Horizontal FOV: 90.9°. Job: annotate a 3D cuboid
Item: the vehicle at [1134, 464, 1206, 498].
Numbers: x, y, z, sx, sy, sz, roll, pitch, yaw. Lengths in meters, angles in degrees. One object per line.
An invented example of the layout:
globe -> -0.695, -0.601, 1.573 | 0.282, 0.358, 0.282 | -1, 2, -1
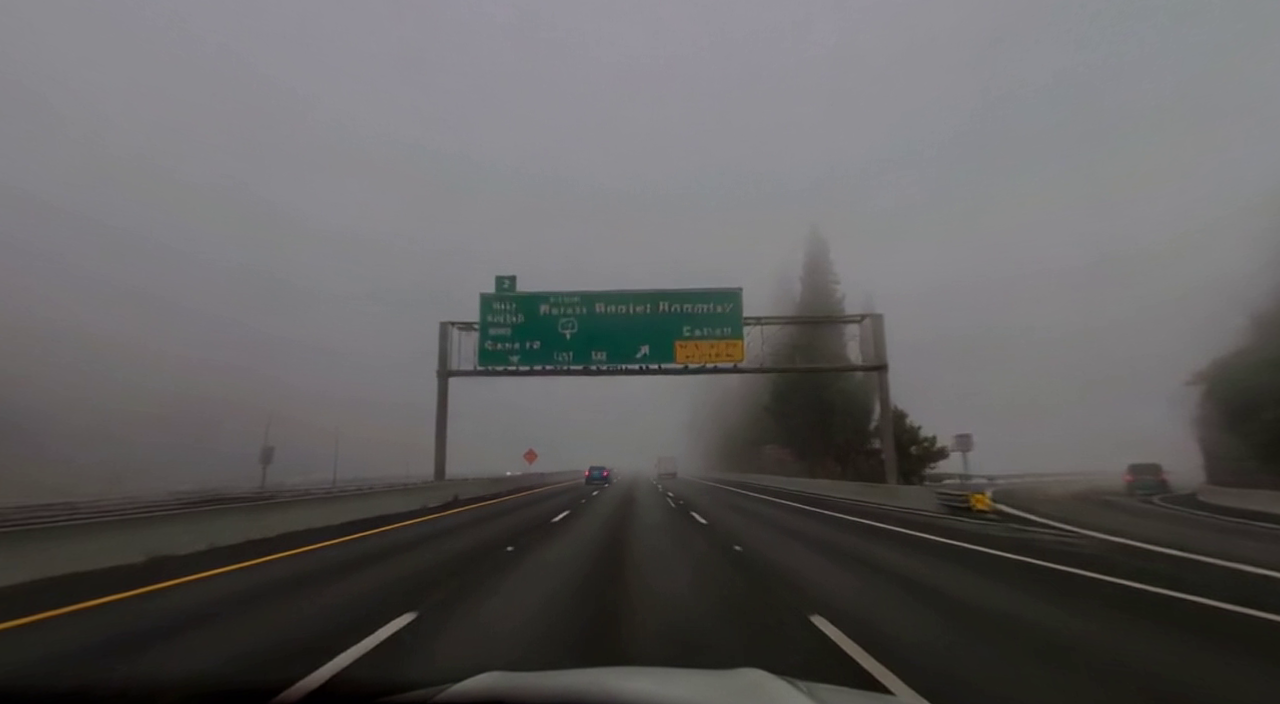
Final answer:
vehicle -> 31.197, 7.539, 37.007 | 5.018, 1.781, 2.164 | 9, -13, -39

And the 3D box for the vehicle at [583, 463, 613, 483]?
vehicle -> -3.227, 9.482, 49.484 | 2.045, 1.487, 4.582 | 1, -10, 0
